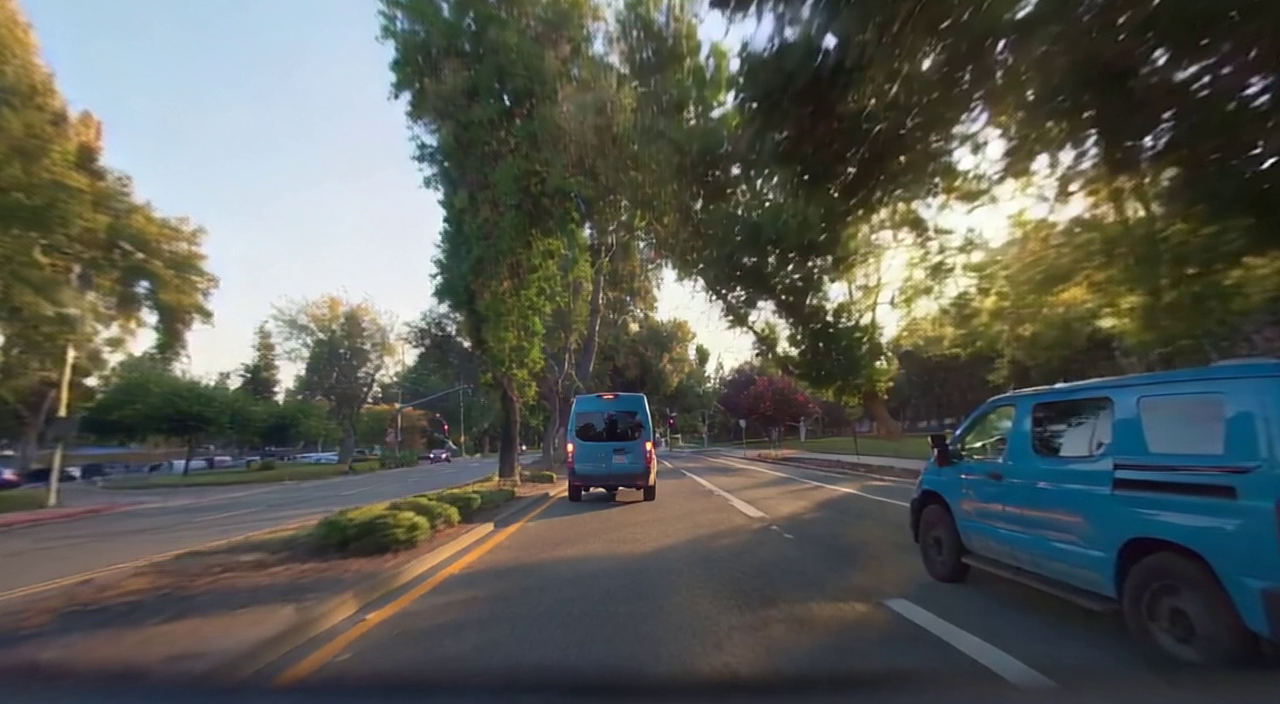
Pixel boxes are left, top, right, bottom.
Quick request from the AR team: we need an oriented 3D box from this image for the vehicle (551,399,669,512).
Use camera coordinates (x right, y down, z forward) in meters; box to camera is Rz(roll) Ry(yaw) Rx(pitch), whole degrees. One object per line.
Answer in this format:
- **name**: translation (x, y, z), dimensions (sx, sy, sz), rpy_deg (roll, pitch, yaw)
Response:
- **vehicle**: translation (-0.539, 2.223, 13.736), dimensions (2.145, 2.046, 4.309), rpy_deg (0, -9, 0)

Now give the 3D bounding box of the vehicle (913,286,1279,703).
- **vehicle**: translation (3.724, 0.904, 4.220), dimensions (1.988, 1.873, 3.968), rpy_deg (0, -9, 0)
